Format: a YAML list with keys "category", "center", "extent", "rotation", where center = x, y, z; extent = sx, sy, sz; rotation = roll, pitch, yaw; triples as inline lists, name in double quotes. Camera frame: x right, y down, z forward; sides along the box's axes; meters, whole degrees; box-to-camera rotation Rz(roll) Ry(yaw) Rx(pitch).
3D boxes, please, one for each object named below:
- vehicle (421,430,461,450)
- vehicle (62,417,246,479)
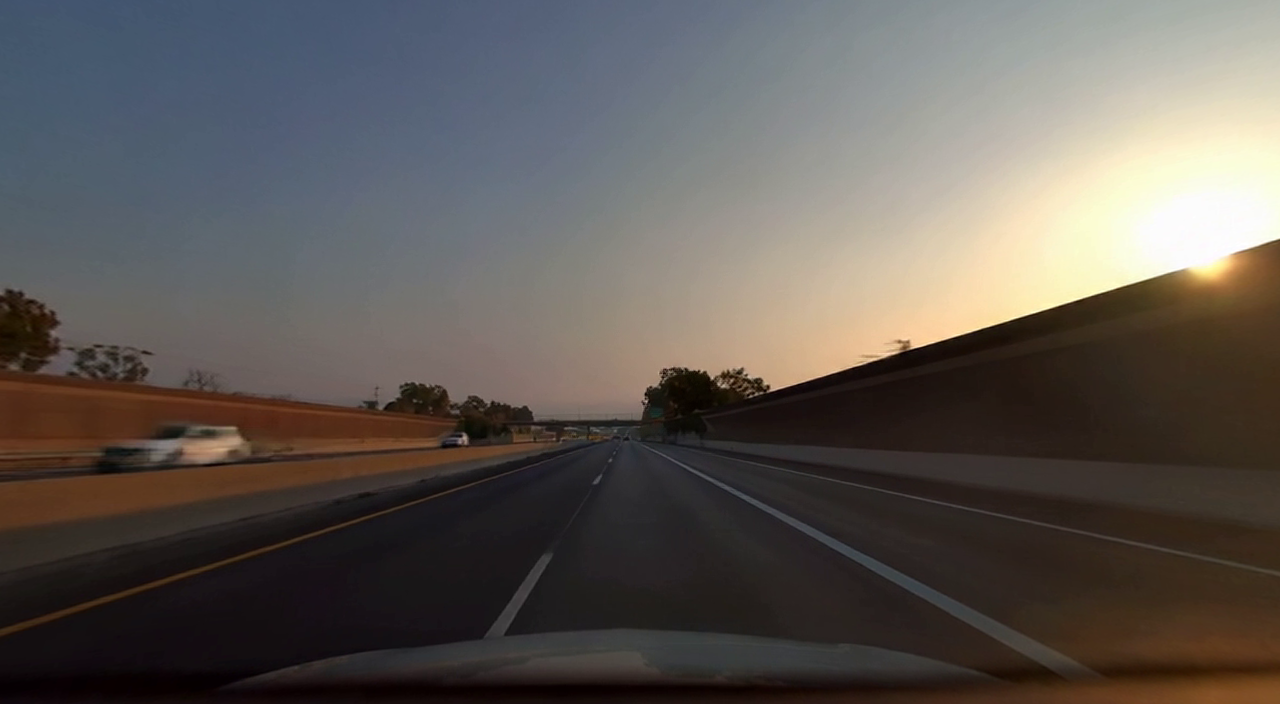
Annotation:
- category: "vehicle"
  center: [-15.672, 6.979, 49.723]
  extent: [1.817, 1.483, 4.157]
  rotation: [0, -8, -1]
- category: "vehicle"
  center: [-12.872, 2.566, 17.045]
  extent: [1.769, 1.468, 4.065]
  rotation: [0, -8, -1]
